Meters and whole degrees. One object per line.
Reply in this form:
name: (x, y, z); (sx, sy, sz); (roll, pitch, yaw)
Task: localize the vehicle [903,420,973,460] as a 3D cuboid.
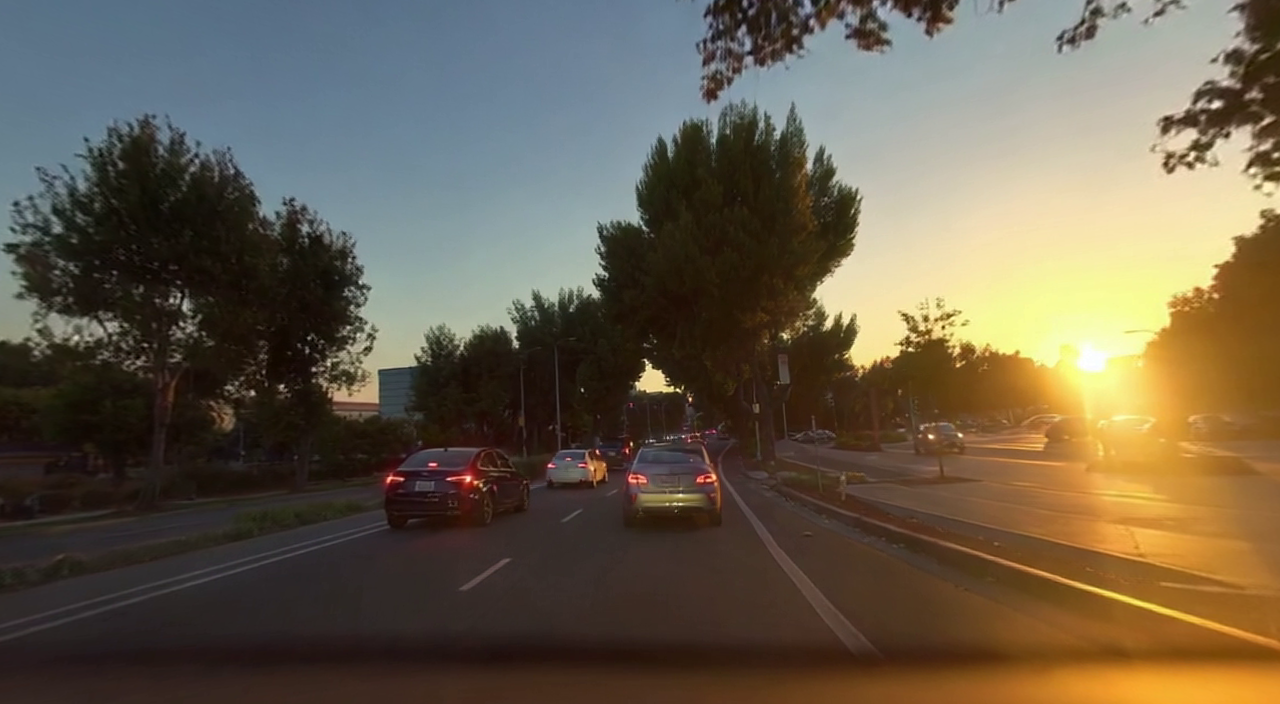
vehicle: (15.316, 4.589, 32.637); (2.288, 1.933, 4.612); (-2, -9, 14)

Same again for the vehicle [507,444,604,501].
vehicle: (-2.353, 3.499, 18.754); (1.870, 1.490, 4.187); (-1, -9, 6)

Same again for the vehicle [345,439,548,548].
vehicle: (-3.039, 2.318, 11.020); (1.940, 1.502, 4.241); (-1, -9, 4)

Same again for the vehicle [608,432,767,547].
vehicle: (0.695, 2.183, 10.665); (2.142, 1.528, 4.133); (0, -9, 2)
